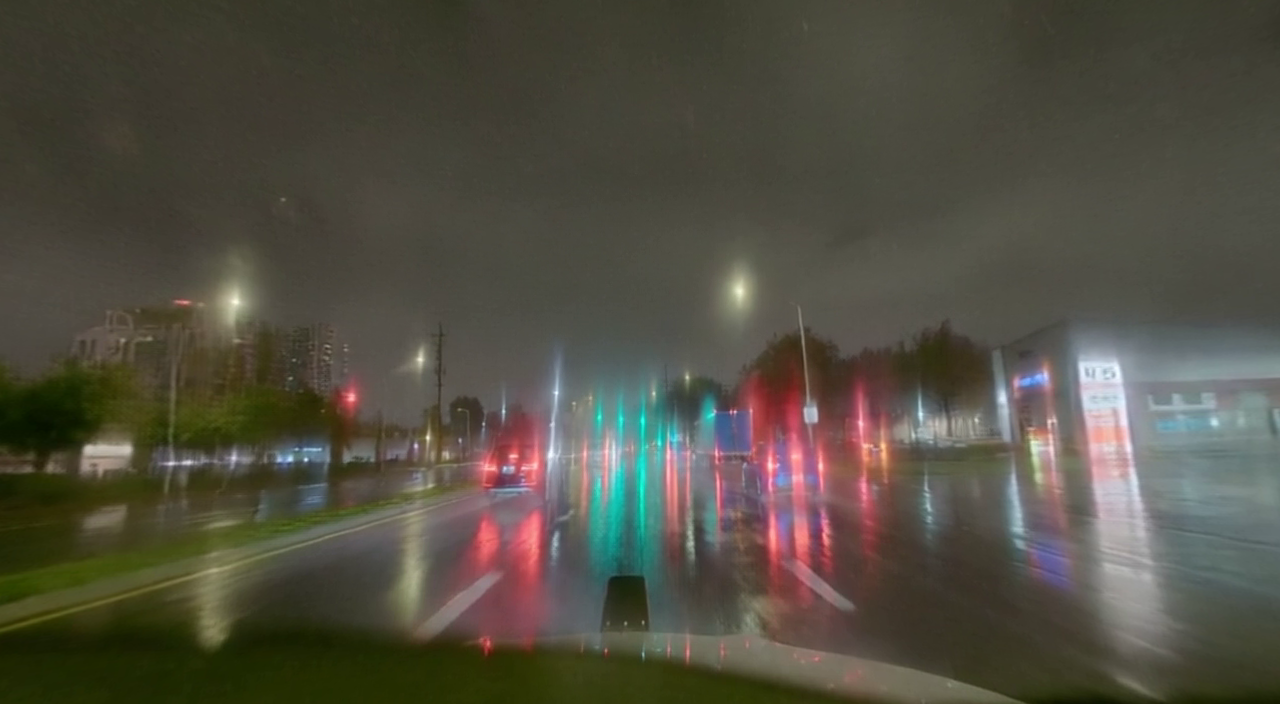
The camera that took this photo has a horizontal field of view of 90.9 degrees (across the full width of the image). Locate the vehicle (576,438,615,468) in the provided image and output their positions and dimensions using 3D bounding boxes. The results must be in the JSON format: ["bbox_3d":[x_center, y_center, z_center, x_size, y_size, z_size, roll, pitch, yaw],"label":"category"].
[{"bbox_3d":[-2.758,6.457,40.302,2.137,1.796,4.304,0,-8,1],"label":"vehicle"}]

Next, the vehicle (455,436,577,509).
[{"bbox_3d":[-2.846,2.871,15.536,2.003,1.509,4.396,-1,-9,2],"label":"vehicle"}]

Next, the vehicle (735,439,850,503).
[{"bbox_3d":[3.812,3.044,16.559,1.972,1.452,4.189,0,-8,0],"label":"vehicle"}]

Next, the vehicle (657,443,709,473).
[{"bbox_3d":[2.154,5.536,33.074,2.020,1.461,4.326,1,-9,-5],"label":"vehicle"}]
